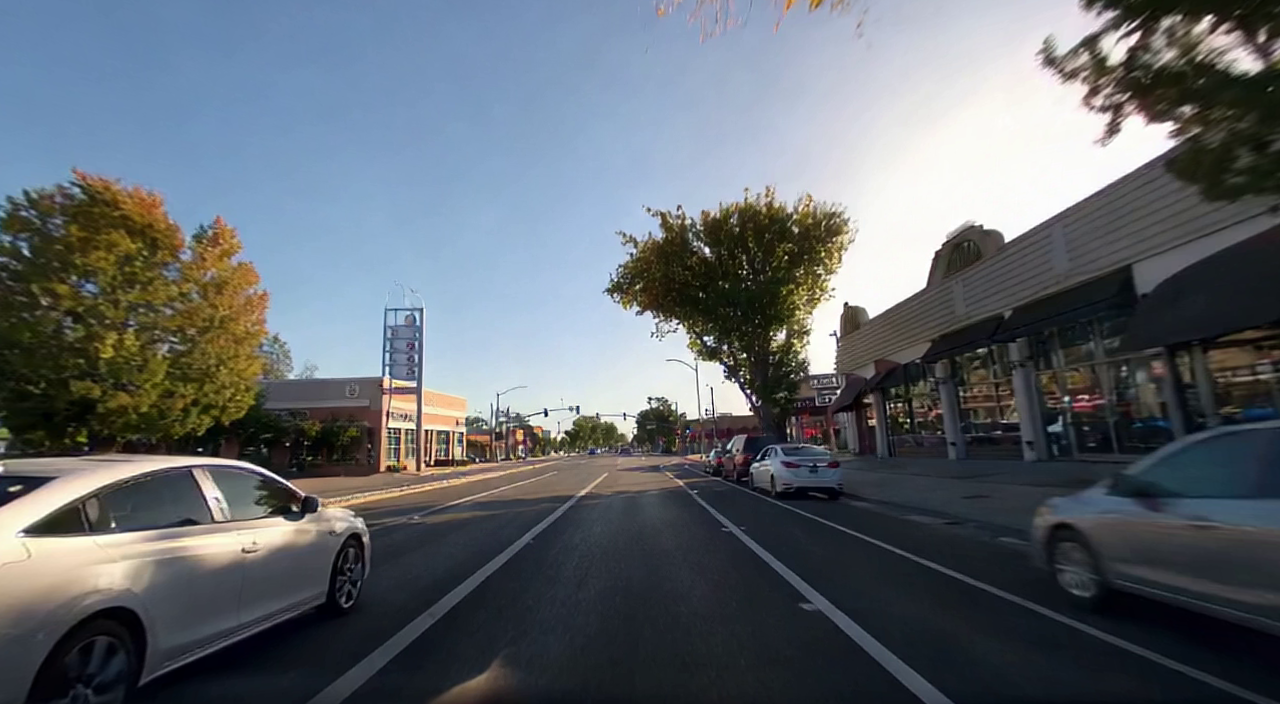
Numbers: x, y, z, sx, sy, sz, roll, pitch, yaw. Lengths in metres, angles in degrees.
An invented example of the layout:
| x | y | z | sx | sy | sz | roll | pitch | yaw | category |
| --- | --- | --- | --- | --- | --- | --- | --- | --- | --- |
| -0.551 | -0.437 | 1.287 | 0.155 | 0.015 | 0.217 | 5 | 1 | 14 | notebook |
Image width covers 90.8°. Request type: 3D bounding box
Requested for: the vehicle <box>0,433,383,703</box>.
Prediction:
| x | y | z | sx | sy | sz | roll | pitch | yaw | category |
| --- | --- | --- | --- | --- | --- | --- | --- | --- | --- |
| -3.023 | 1.094 | 2.767 | 1.874 | 1.424 | 4.553 | -1 | -8 | 0 | vehicle |

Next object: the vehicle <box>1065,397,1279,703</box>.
| x | y | z | sx | sy | sz | roll | pitch | yaw | category |
| --- | --- | --- | --- | --- | --- | --- | --- | --- | --- |
| 4.305 | 0.968 | 2.689 | 2.038 | 1.633 | 4.166 | 0 | -8 | 0 | vehicle |

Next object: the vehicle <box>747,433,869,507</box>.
| x | y | z | sx | sy | sz | roll | pitch | yaw | category |
| --- | --- | --- | --- | --- | --- | --- | --- | --- | --- |
| 4.326 | 3.100 | 17.155 | 2.032 | 1.703 | 4.650 | 0 | -8 | 0 | vehicle |
